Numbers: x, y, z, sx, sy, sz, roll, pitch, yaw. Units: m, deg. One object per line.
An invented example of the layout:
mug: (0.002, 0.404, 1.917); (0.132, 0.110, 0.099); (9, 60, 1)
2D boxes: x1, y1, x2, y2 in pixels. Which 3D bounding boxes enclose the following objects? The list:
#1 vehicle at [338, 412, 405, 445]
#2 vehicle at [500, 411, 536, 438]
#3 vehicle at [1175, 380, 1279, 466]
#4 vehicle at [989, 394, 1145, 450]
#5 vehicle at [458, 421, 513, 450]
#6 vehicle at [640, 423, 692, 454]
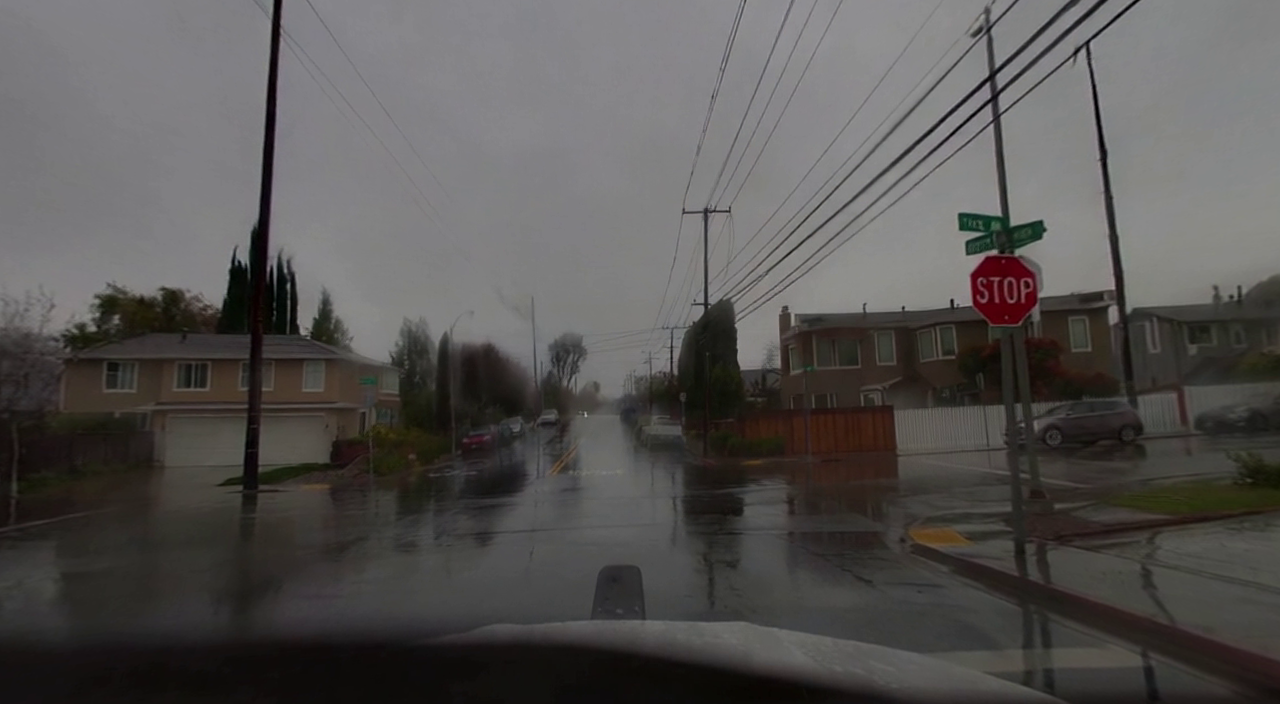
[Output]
vehicle: (-14.848, 4.333, 35.267); (1.992, 1.678, 4.658); (0, -8, -5)
vehicle: (-9.356, 5.642, 48.777); (2.104, 1.898, 4.396); (0, -8, -3)
vehicle: (15.443, 1.693, 14.785); (4.389, 1.818, 2.062); (2, -9, -13)
vehicle: (16.861, 2.814, 25.051); (4.985, 2.088, 2.141); (2, -9, -13)
vehicle: (-8.826, 4.882, 36.538); (2.065, 1.553, 4.636); (0, -8, -1)
vehicle: (1.260, 4.462, 32.494); (2.120, 1.487, 4.360); (0, -8, -5)
